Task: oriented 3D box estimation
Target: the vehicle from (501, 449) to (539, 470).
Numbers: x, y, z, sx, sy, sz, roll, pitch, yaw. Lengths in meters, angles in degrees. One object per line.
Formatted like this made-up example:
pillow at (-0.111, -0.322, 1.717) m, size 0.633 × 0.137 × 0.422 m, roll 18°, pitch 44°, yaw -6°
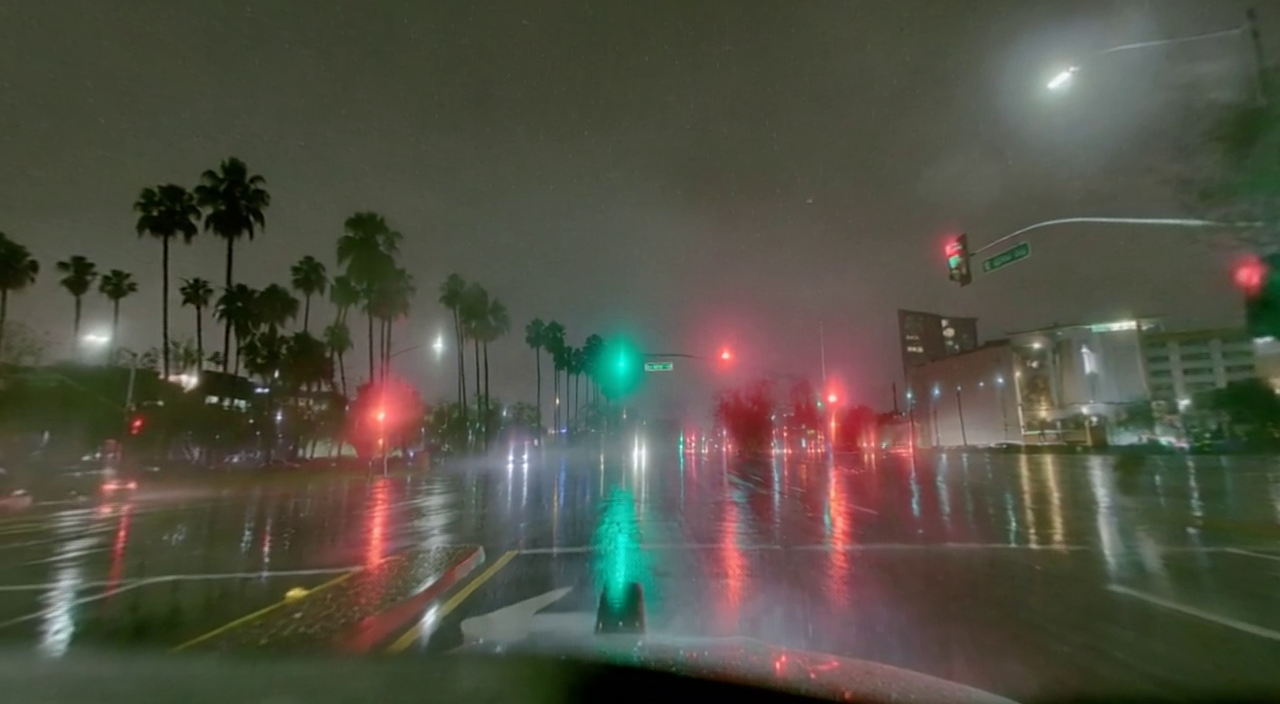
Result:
vehicle at (-9.209, 8.283, 48.748) m, size 2.149 × 1.477 × 4.186 m, roll 0°, pitch -9°, yaw 0°

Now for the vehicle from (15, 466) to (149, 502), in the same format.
vehicle at (-25.146, 5.933, 28.555) m, size 4.386 × 1.481 × 2.037 m, roll -1°, pitch -9°, yaw 8°
